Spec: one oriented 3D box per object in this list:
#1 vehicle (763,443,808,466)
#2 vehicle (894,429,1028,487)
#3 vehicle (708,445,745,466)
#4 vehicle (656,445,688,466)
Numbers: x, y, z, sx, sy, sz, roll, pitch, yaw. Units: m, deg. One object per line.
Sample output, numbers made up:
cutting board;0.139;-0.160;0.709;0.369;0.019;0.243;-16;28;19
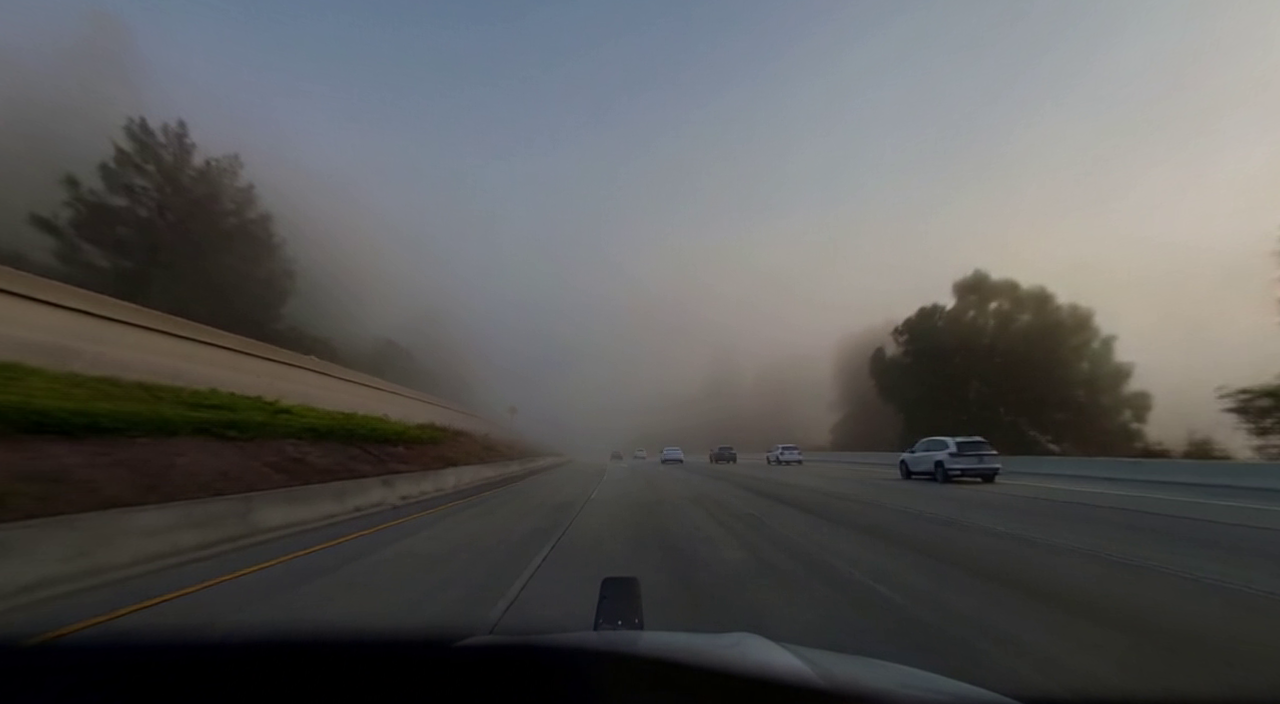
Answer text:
vehicle;10.294;7.299;44.839;1.987;1.546;4.271;1;-8;-4
vehicle;10.701;3.565;21.478;2.077;1.763;4.472;0;-8;-2
vehicle;6.484;7.772;47.608;1.904;1.488;4.299;0;-8;-3
vehicle;2.336;7.703;47.046;1.934;1.491;3.982;0;-8;-3
